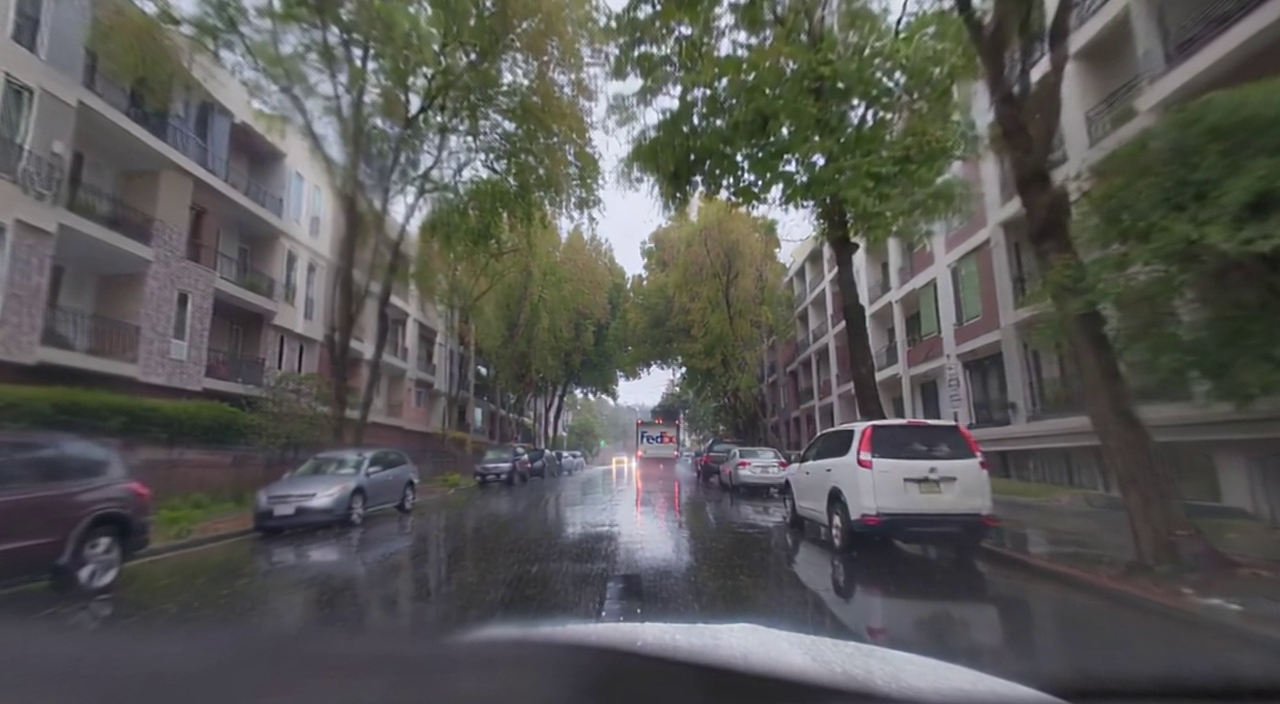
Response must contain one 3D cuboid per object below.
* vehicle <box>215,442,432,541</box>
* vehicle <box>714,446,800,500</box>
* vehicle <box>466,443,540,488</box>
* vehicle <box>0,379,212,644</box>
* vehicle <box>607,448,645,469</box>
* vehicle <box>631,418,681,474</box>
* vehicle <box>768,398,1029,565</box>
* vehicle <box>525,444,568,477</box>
[{"bbox_3d":[-5.756,2.547,12.245,1.888,1.546,4.306,0,-8,1],"label":"vehicle"},{"bbox_3d":[3.547,3.718,19.922,1.877,1.500,4.407,0,-8,0],"label":"vehicle"},{"bbox_3d":[-5.722,4.775,26.974,2.089,1.757,4.256,0,-8,2],"label":"vehicle"},{"bbox_3d":[-5.672,1.133,4.430,2.098,1.894,4.616,0,-8,-1],"label":"vehicle"},{"bbox_3d":[-1.029,8.299,49.332,1.981,1.500,3.992,-2,-9,14],"label":"vehicle"},{"bbox_3d":[0.898,6.189,41.671,2.930,3.275,8.180,0,-8,-1],"label":"vehicle"},{"bbox_3d":[3.616,1.887,9.887,2.099,2.018,4.087,0,-8,-4],"label":"vehicle"},{"bbox_3d":[-5.580,6.503,38.191,2.020,1.867,4.654,0,-8,-1],"label":"vehicle"}]
